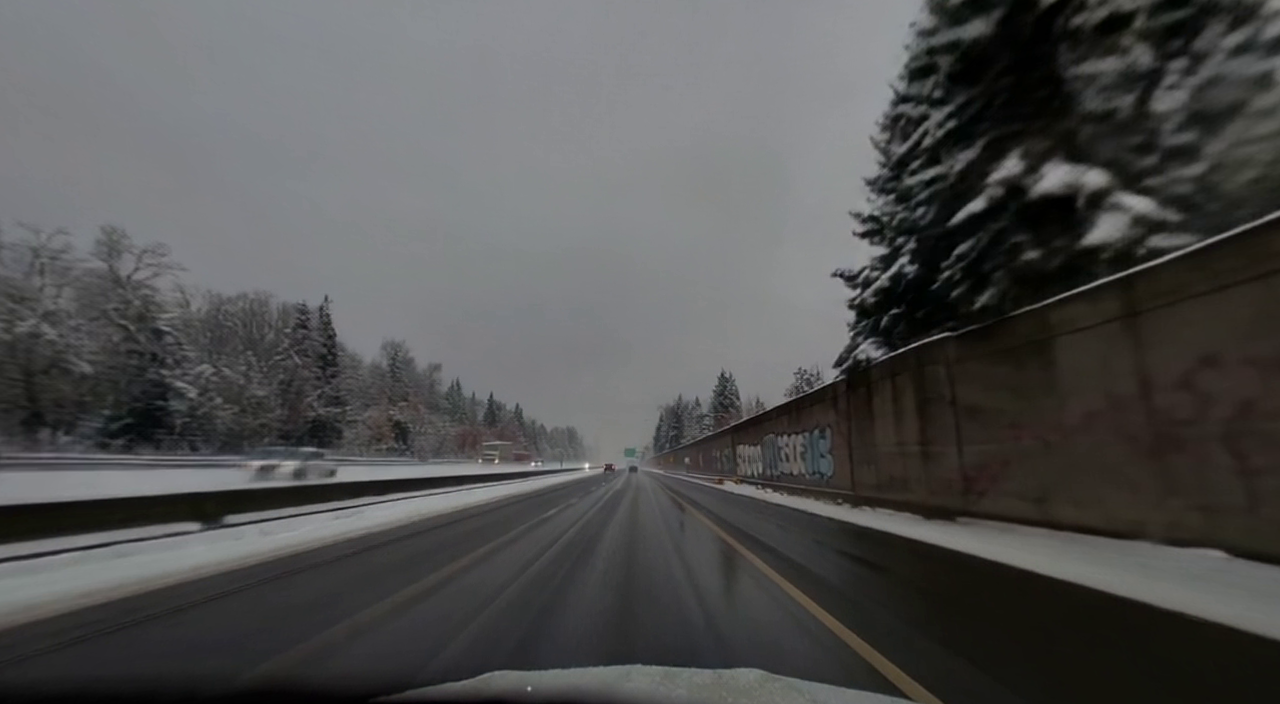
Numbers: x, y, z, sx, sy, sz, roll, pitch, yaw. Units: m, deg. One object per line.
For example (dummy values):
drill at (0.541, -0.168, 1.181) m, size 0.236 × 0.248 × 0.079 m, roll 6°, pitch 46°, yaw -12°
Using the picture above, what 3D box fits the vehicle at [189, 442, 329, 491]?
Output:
vehicle at (-13.212, 4.045, 22.262) m, size 2.015 × 1.496 × 4.666 m, roll 1°, pitch -10°, yaw 0°
